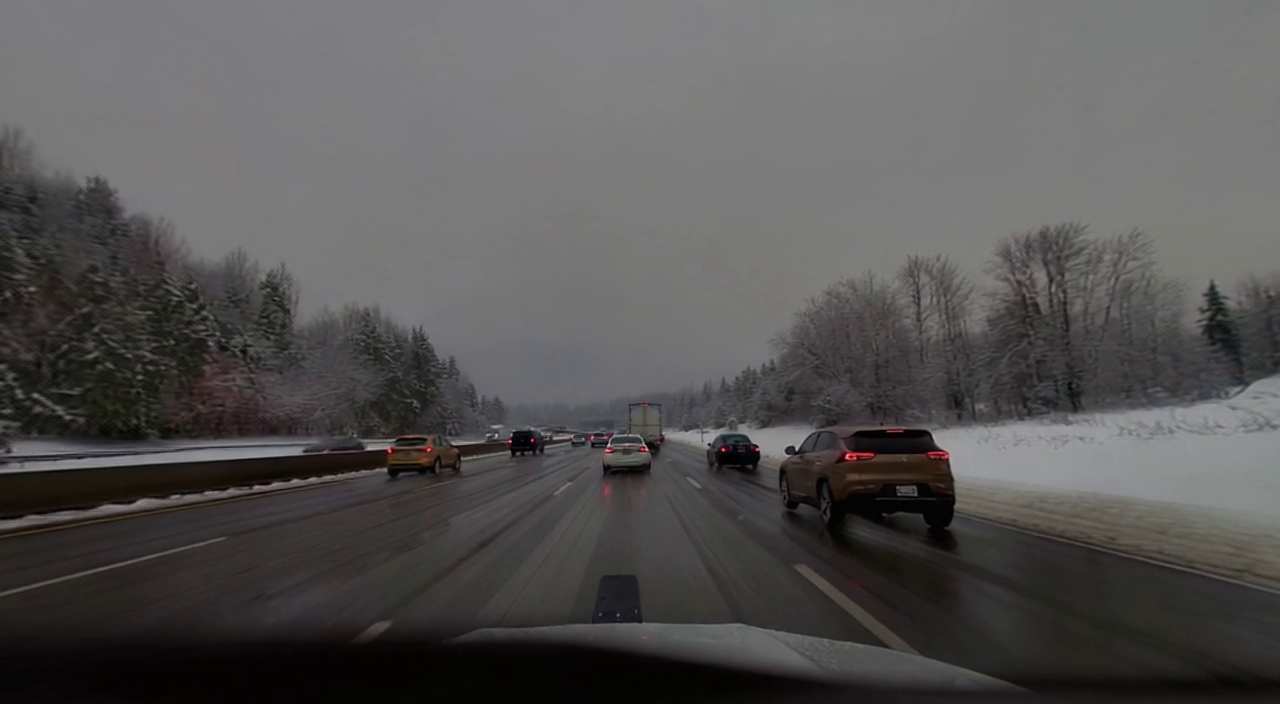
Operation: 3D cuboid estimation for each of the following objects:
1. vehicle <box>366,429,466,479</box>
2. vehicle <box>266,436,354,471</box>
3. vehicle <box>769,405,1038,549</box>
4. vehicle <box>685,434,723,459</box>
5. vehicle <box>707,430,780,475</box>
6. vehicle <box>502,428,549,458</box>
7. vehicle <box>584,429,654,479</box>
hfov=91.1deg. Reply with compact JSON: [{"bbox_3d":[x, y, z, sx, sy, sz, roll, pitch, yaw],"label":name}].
[{"bbox_3d":[-7.597,3.473,21.736,1.934,1.526,3.966,0,-8,1],"label":"vehicle"},{"bbox_3d":[-15.392,4.713,29.601,1.875,1.509,4.135,0,-8,0],"label":"vehicle"},{"bbox_3d":[3.504,1.736,9.497,2.095,1.650,4.331,0,-8,-1],"label":"vehicle"},{"bbox_3d":[3.971,5.915,39.508,1.909,1.442,4.184,0,-8,0],"label":"vehicle"},{"bbox_3d":[3.782,3.727,23.734,1.972,1.516,4.514,0,-8,0],"label":"vehicle"},{"bbox_3d":[-7.384,5.929,41.078,2.117,1.779,4.745,0,-8,1],"label":"vehicle"},{"bbox_3d":[-0.686,3.387,21.207,2.111,1.494,4.364,0,-8,-1],"label":"vehicle"}]
